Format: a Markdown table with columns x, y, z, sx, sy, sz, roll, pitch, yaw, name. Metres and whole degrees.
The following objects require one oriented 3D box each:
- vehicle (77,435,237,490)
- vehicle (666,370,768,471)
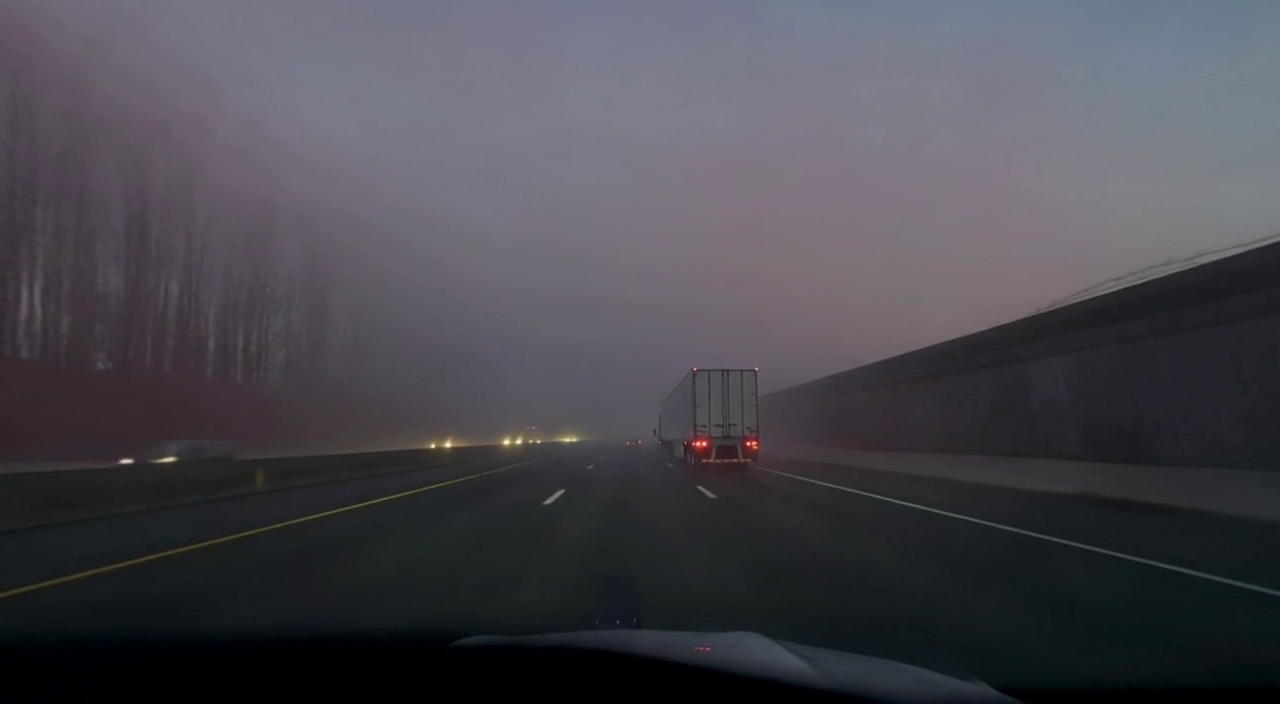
| x | y | z | sx | sy | sz | roll | pitch | yaw | name |
| --- | --- | --- | --- | --- | --- | --- | --- | --- | --- |
| -15.860 | 3.609 | 21.011 | 1.890 | 1.622 | 4.373 | 0 | -8 | 0 | vehicle |
| 3.524 | 3.845 | 33.888 | 2.979 | 4.161 | 15.508 | 1 | -7 | -2 | vehicle |
